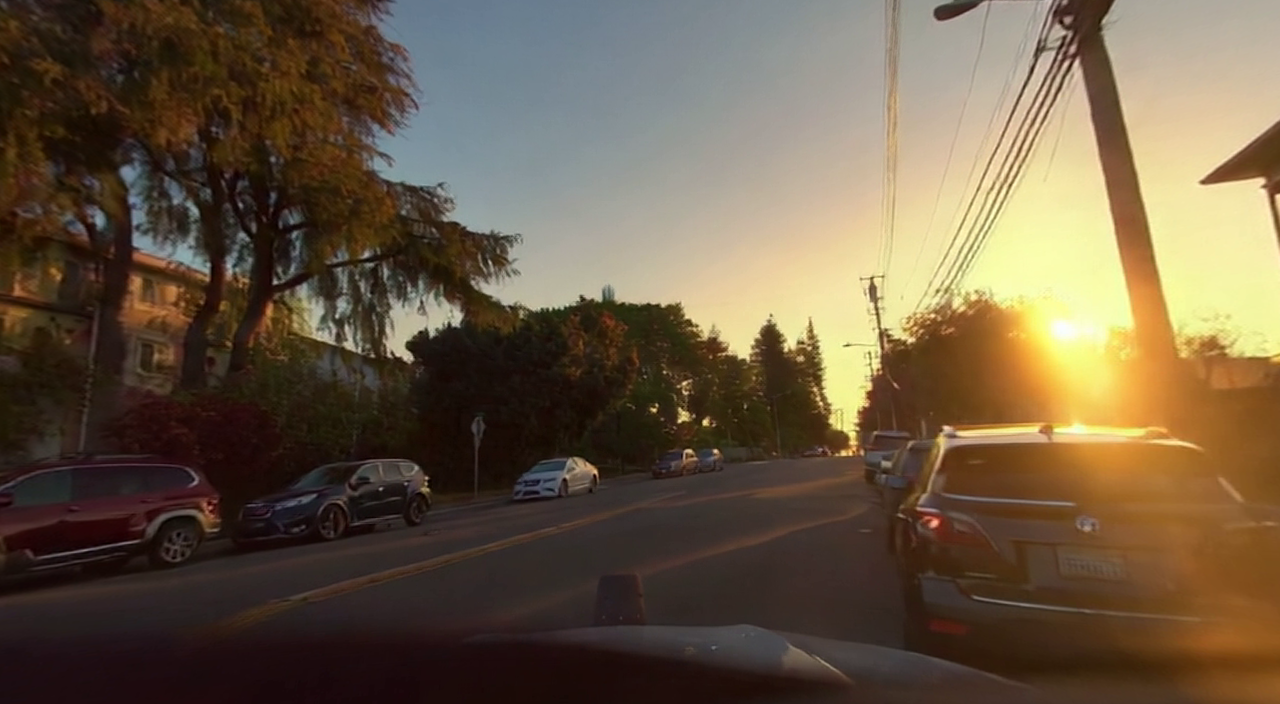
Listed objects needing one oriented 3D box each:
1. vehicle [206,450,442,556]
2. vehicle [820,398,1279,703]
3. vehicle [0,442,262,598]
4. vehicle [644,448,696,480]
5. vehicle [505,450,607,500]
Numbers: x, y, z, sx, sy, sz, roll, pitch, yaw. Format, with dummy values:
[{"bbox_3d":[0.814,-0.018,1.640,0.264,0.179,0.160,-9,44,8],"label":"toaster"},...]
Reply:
[{"bbox_3d":[-6.646,3.169,13.956,2.068,1.745,4.579,-10,-11,15],"label":"vehicle"},{"bbox_3d":[2.648,1.312,4.947,2.030,1.535,4.683,-3,-9,19],"label":"vehicle"},{"bbox_3d":[-8.342,2.346,8.972,1.973,1.848,5.100,-10,-11,15],"label":"vehicle"},{"bbox_3d":[1.955,6.936,39.551,2.011,1.801,4.676,-3,-9,19],"label":"vehicle"},{"bbox_3d":[-3.221,4.925,25.112,2.017,1.582,4.664,-10,-14,18],"label":"vehicle"}]
